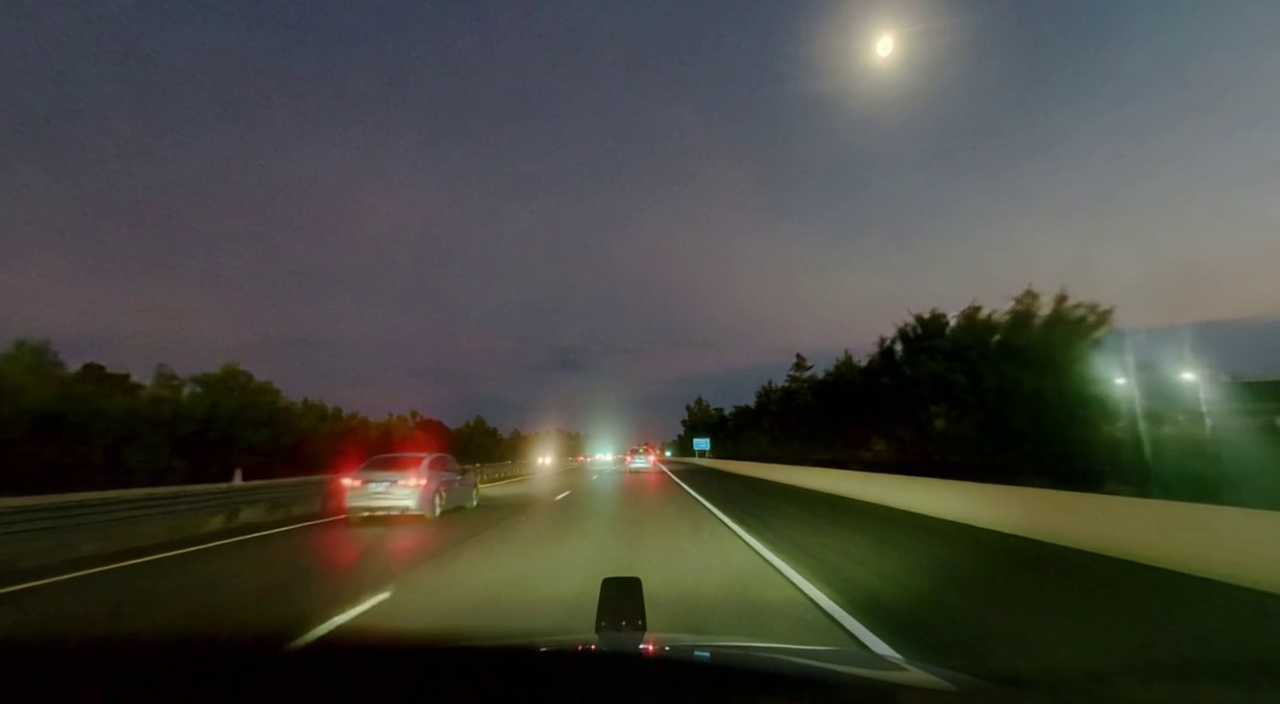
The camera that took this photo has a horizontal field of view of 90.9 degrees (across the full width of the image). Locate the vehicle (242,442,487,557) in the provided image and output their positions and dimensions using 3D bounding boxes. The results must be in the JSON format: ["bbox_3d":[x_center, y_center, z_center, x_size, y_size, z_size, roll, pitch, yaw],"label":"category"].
[{"bbox_3d":[-4.115,2.255,10.416,1.998,1.460,4.422,0,-9,1],"label":"vehicle"}]

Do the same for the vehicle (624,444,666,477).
[{"bbox_3d":[0.261,5.977,34.769,2.172,1.687,3.929,0,-9,0],"label":"vehicle"}]
